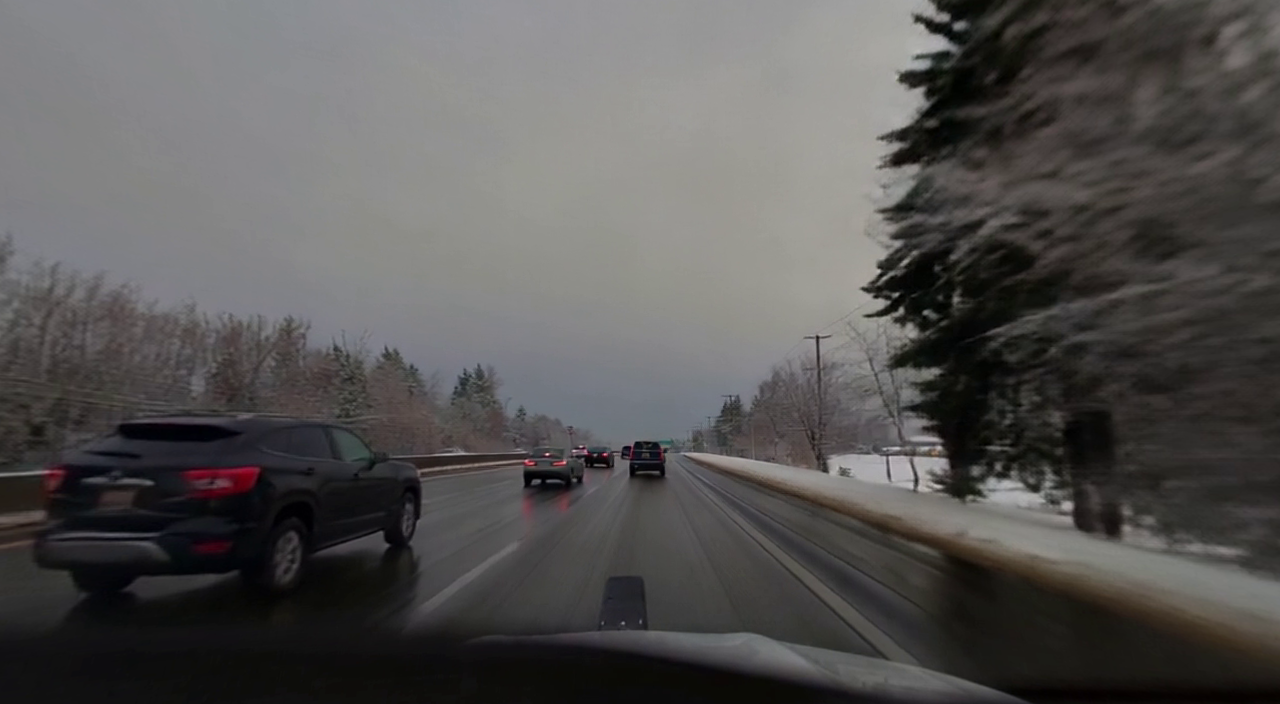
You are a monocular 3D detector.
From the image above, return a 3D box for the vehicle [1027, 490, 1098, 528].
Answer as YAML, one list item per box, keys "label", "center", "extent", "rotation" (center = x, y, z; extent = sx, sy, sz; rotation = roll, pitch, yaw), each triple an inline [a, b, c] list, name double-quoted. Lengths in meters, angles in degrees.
- label: "vehicle"
  center: [30.444, 11.286, 45.682]
  extent: [2.164, 2.048, 5.656]
  rotation: [-2, -9, 11]

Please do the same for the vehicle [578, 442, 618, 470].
- label: "vehicle"
  center: [-2.677, 6.755, 41.067]
  extent: [2.051, 1.695, 4.731]
  rotation: [-1, -8, 3]

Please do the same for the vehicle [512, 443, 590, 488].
- label: "vehicle"
  center: [-3.130, 4.079, 23.095]
  extent: [2.092, 1.464, 4.466]
  rotation: [0, -8, 2]

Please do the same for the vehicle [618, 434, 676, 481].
- label: "vehicle"
  center: [0.310, 4.536, 27.364]
  extent: [2.319, 1.813, 4.274]
  rotation: [0, -8, 1]

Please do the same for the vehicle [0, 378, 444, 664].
- label: "vehicle"
  center: [-3.760, 1.375, 6.228]
  extent: [2.104, 1.754, 4.515]
  rotation: [0, -8, 1]
